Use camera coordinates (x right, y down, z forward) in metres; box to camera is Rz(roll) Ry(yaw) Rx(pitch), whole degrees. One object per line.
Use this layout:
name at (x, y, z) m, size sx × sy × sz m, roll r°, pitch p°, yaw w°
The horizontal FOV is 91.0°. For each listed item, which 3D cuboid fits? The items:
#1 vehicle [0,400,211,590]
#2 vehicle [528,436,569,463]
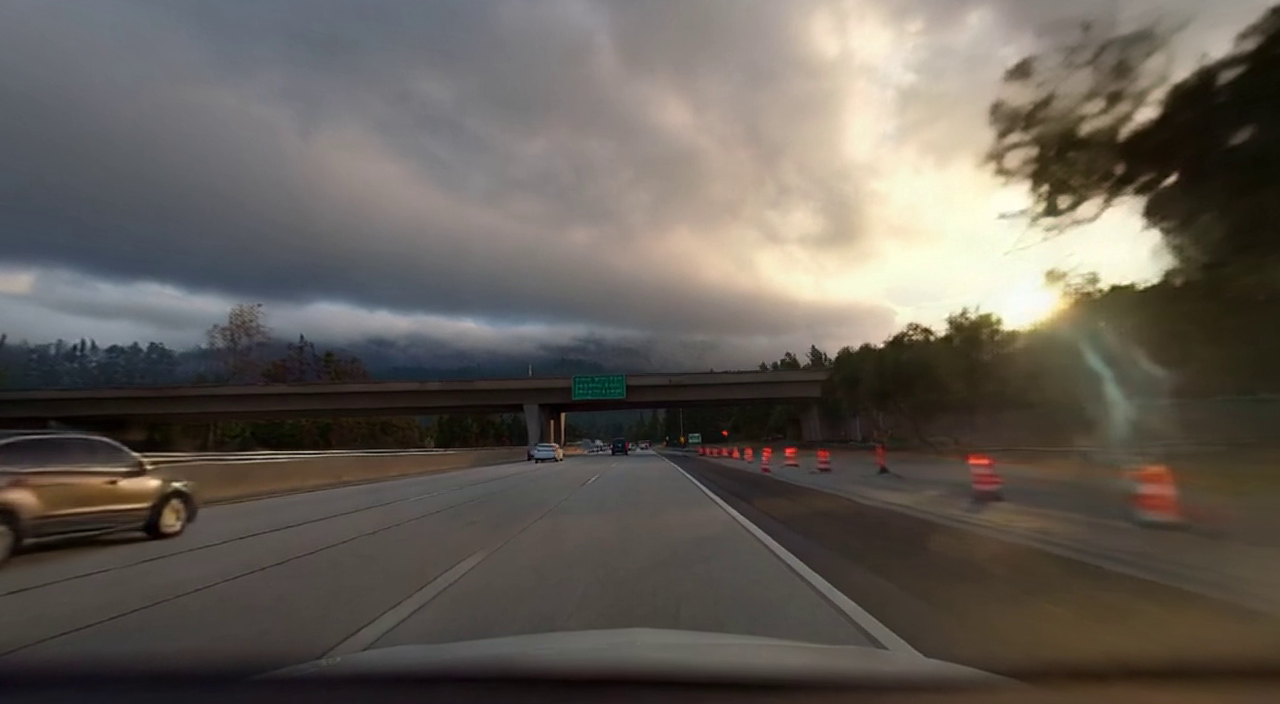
vehicle at (-6.889, 1.310, 5.821) m, size 2.169 × 1.701 × 5.113 m, roll 0°, pitch -8°, yaw 1°
vehicle at (-6.430, 6.924, 44.706) m, size 2.103 × 1.775 × 4.966 m, roll 0°, pitch -8°, yaw 1°
